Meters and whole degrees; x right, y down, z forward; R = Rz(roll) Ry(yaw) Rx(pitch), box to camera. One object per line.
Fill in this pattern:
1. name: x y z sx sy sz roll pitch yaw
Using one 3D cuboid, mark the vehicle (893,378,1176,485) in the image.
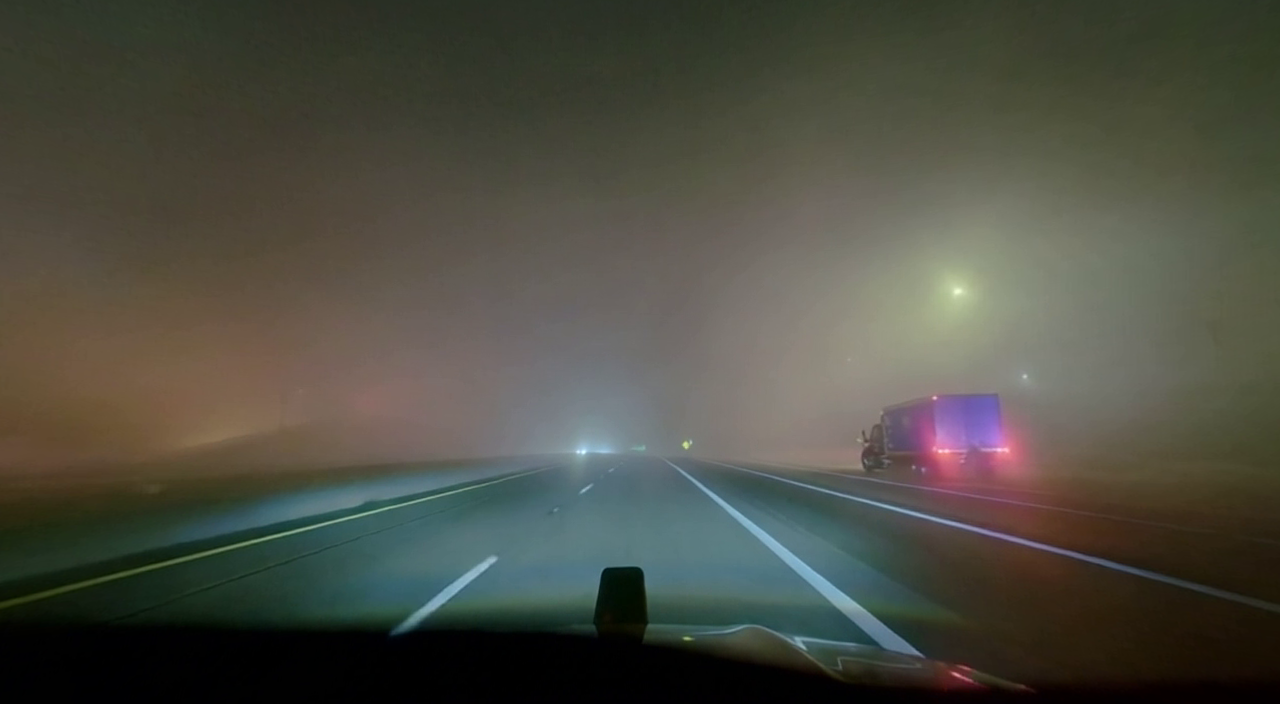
1. vehicle: 18.910 4.344 33.221 3.395 4.178 16.548 0 -8 -4
